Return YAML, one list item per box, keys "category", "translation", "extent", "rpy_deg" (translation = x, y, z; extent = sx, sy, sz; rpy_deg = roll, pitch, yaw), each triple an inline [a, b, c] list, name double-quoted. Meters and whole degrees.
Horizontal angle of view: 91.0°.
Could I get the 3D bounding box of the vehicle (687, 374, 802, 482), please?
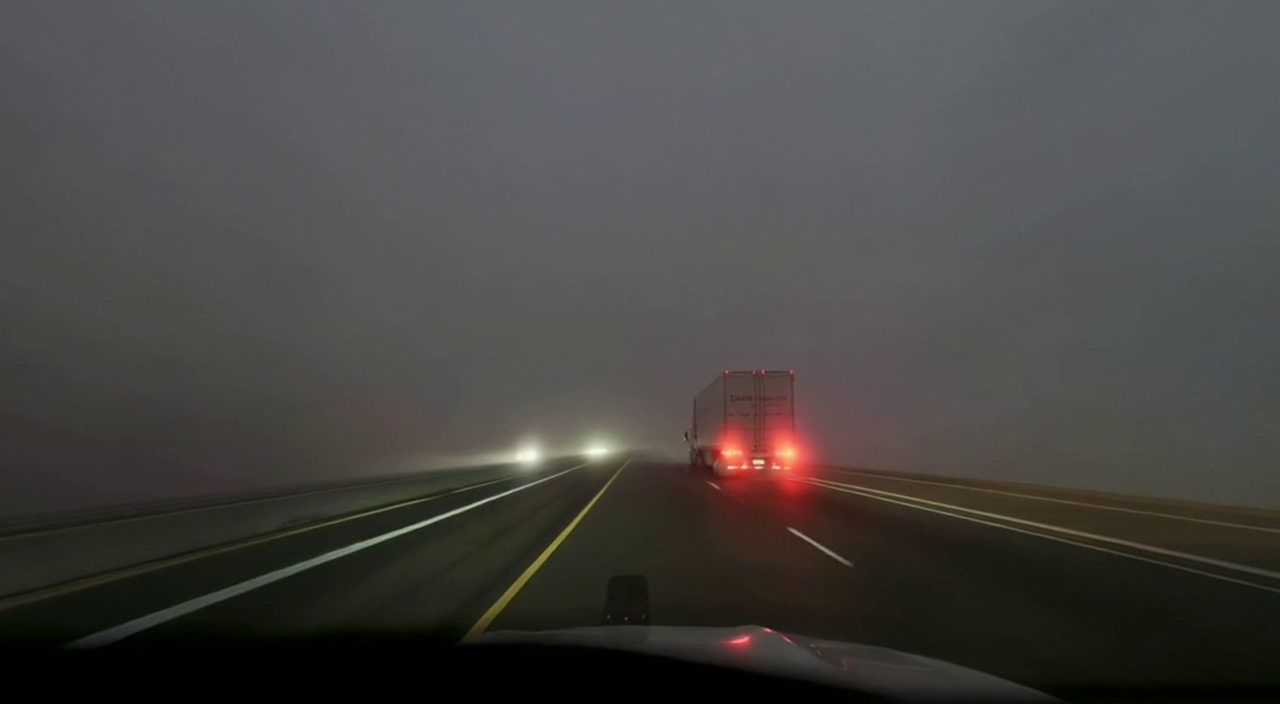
- category: "vehicle"
  translation: [4.618, 4.046, 32.148]
  extent: [3.187, 4.197, 15.004]
  rpy_deg: [0, -8, -1]
